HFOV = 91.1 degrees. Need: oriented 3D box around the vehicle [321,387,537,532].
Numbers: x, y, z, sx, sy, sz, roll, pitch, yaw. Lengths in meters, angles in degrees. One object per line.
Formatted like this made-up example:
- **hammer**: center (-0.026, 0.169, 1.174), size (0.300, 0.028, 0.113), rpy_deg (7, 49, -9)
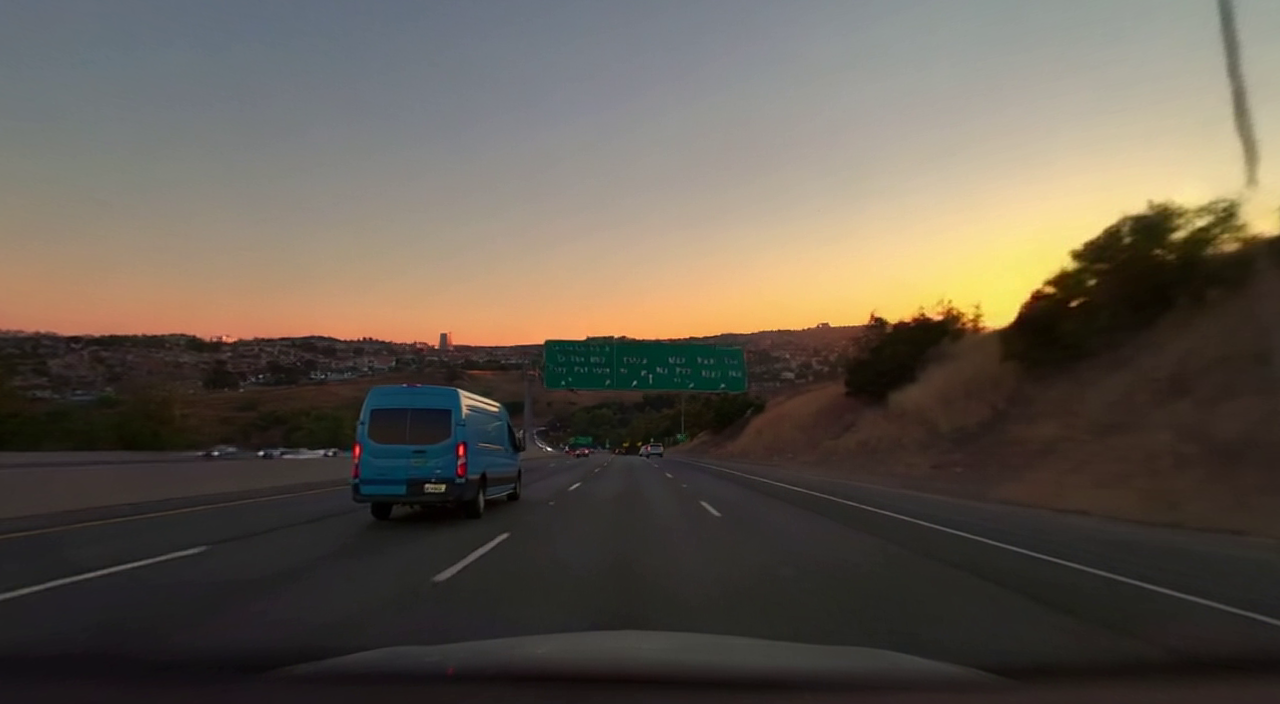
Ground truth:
- **vehicle**: center (-3.733, 2.080, 12.551), size (2.372, 2.248, 5.393), rpy_deg (0, -9, 1)
